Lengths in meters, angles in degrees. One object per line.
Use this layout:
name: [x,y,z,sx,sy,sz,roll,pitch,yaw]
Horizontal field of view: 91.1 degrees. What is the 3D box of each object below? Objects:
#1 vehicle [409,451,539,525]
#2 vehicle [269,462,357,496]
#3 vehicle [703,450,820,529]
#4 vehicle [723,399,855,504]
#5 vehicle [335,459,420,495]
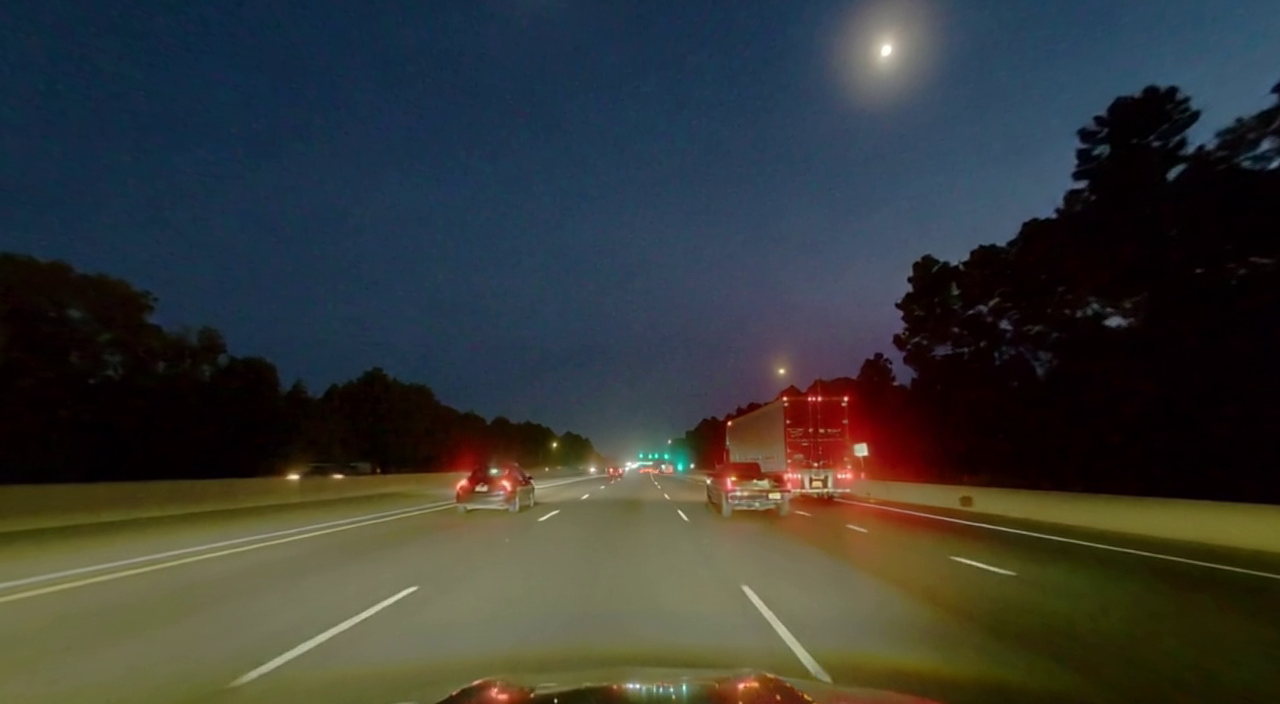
vehicle: [-3.895,3.300,15.606,2.025,1.547,4.150,1,-10,1]
vehicle: [-15.599,6.084,30.264,1.832,1.455,4.420,1,-10,0]
vehicle: [2.919,3.468,16.261,2.050,1.708,4.457,1,-10,-1]
vehicle: [7.089,5.521,33.792,2.883,4.151,17.144,1,-10,0]
vehicle: [-11.872,5.669,28.740,1.897,1.459,4.503,1,-10,0]
